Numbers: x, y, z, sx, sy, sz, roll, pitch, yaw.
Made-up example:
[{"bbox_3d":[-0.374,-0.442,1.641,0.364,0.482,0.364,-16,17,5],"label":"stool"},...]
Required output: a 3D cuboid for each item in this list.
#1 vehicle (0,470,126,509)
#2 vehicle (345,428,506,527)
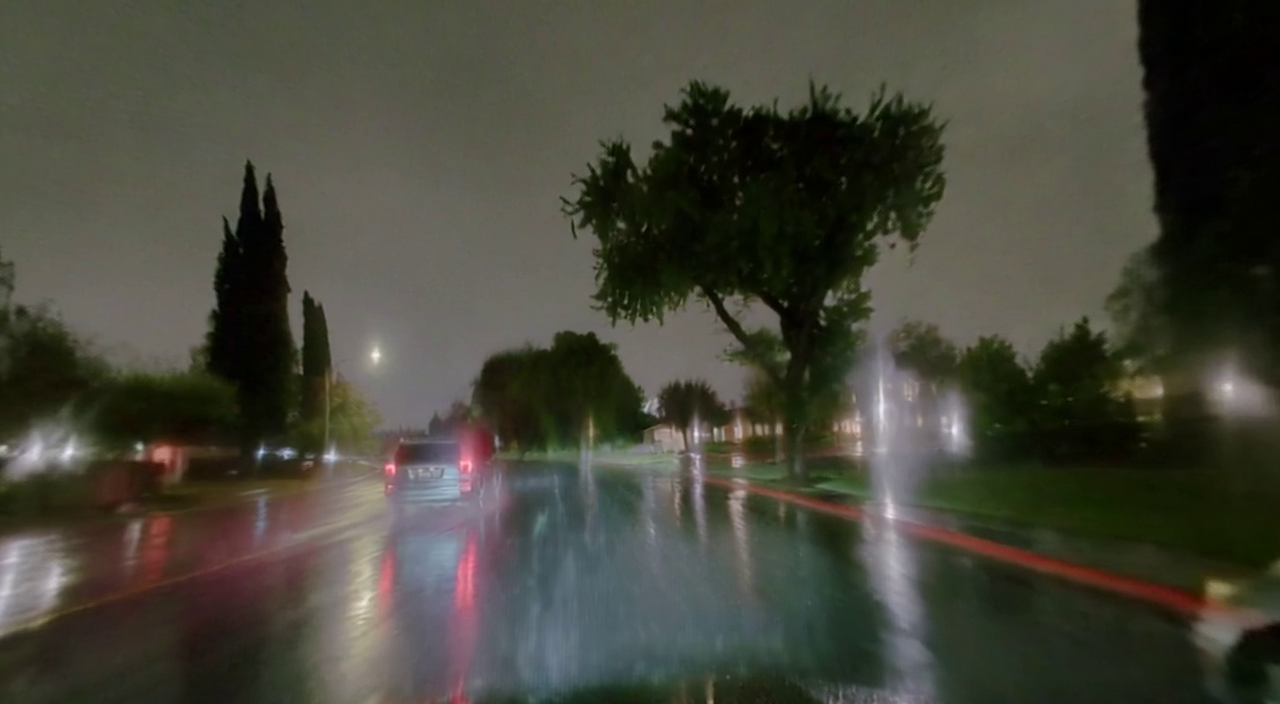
[{"bbox_3d":[-23.398,5.483,25.312,3.892,1.323,1.741,0,-7,-7],"label":"vehicle"},{"bbox_3d":[-4.376,2.625,13.773,2.175,1.772,4.442,0,-9,-4],"label":"vehicle"}]
